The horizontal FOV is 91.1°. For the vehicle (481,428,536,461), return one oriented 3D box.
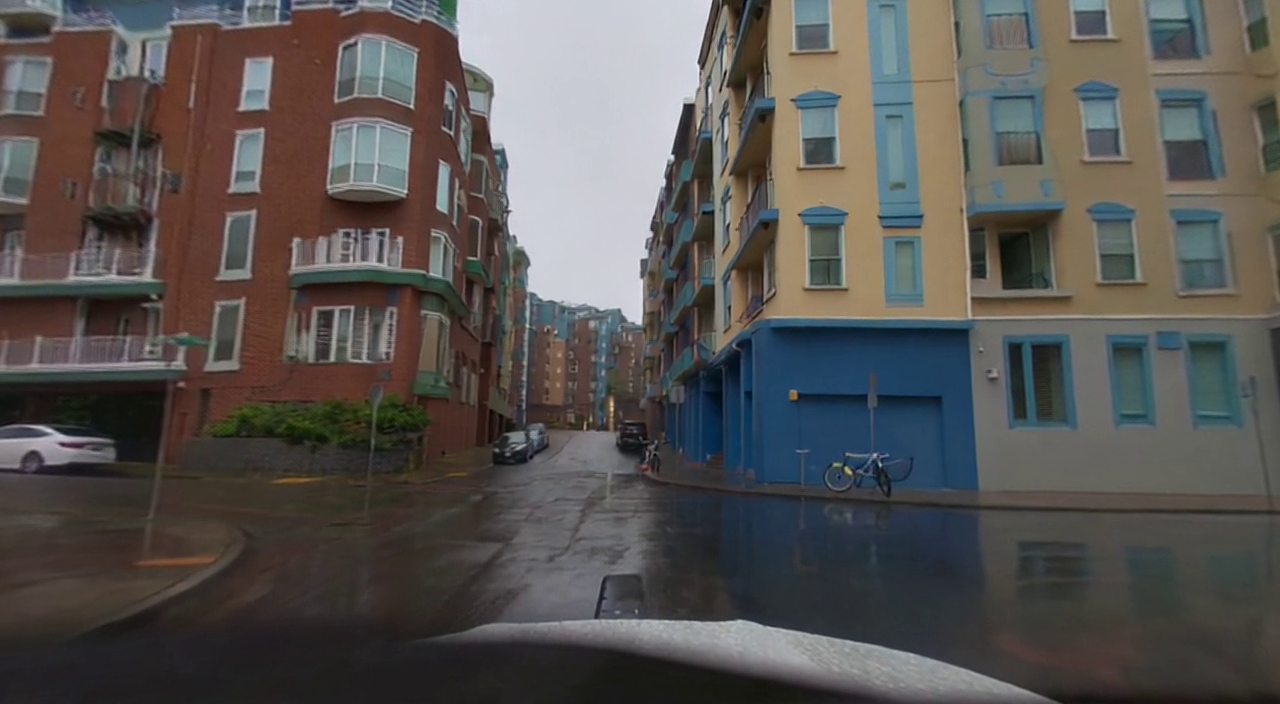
[{"bbox_3d":[-6.121,4.348,29.654,1.897,1.431,3.741,0,-7,-2],"label":"vehicle"}]

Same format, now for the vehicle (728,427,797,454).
[{"bbox_3d":[6.661,4.849,34.388,3.404,1.431,1.641,0,-7,-3],"label":"vehicle"}]

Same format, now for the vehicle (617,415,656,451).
[{"bbox_3d":[-0.291,5.031,39.098,2.072,2.074,4.358,1,-7,-5],"label":"vehicle"}]

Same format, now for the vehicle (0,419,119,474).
[{"bbox_3d":[-18.553,3.009,19.730,2.924,1.591,1.756,-2,-12,13],"label":"vehicle"}]
